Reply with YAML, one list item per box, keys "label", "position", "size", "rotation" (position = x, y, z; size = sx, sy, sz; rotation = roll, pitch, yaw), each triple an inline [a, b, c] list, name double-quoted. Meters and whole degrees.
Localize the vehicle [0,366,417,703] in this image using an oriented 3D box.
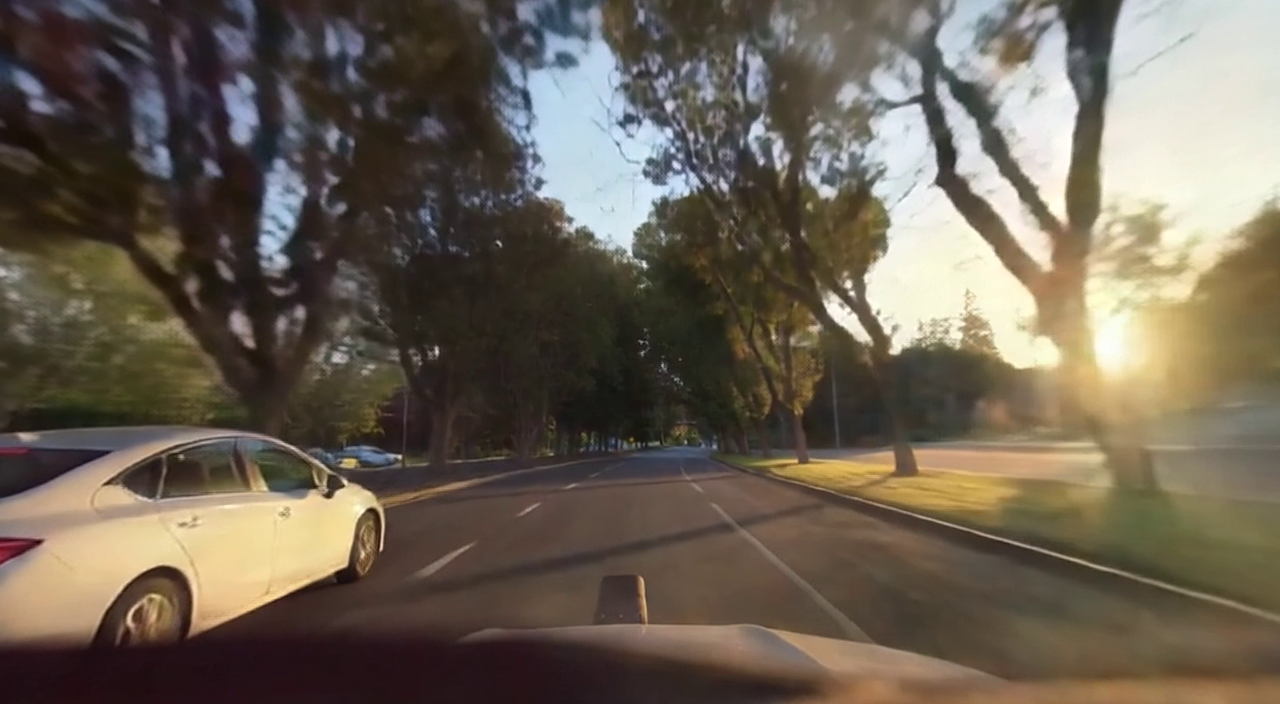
- label: "vehicle"
  position: [-3.251, 1.095, 4.216]
  size: [1.915, 1.521, 4.283]
  rotation: [0, -8, 1]
